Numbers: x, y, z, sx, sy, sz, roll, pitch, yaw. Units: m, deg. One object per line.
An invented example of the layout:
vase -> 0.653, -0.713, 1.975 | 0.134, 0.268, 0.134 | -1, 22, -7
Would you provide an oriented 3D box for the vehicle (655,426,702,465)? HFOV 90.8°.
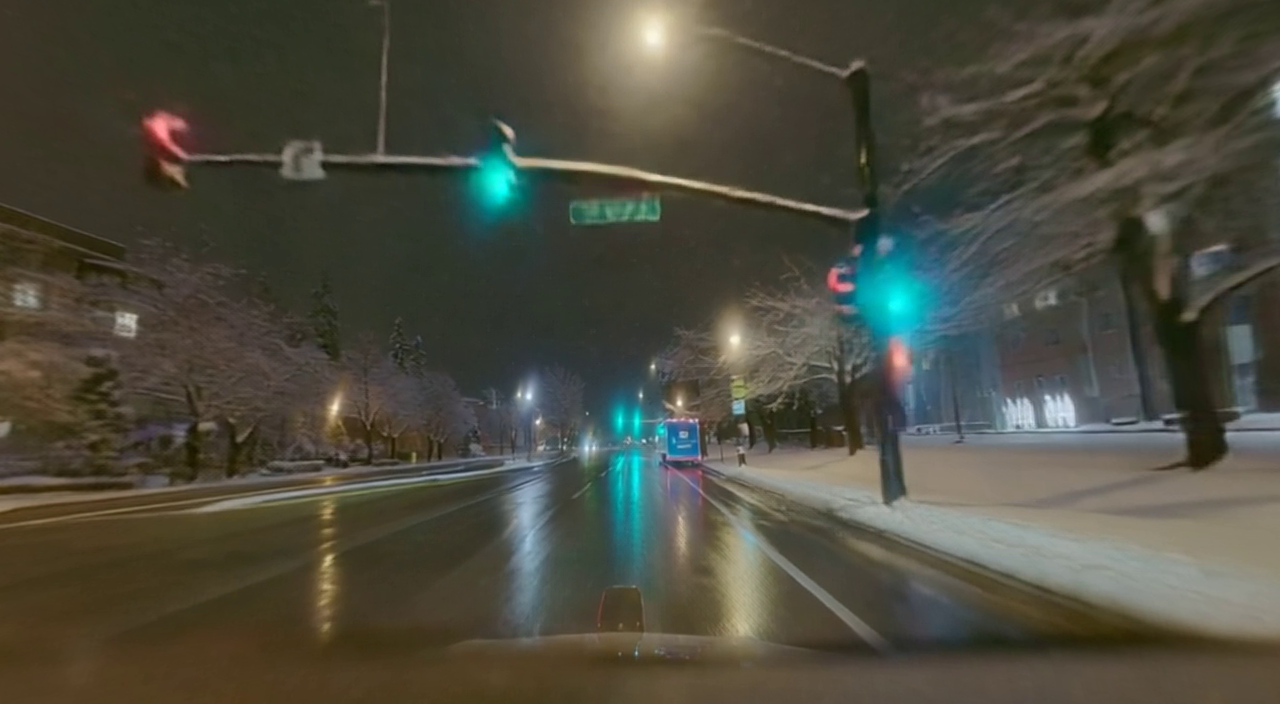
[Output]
vehicle -> 2.260, 5.733, 38.817 | 2.514, 2.218, 5.013 | 0, -9, -1
